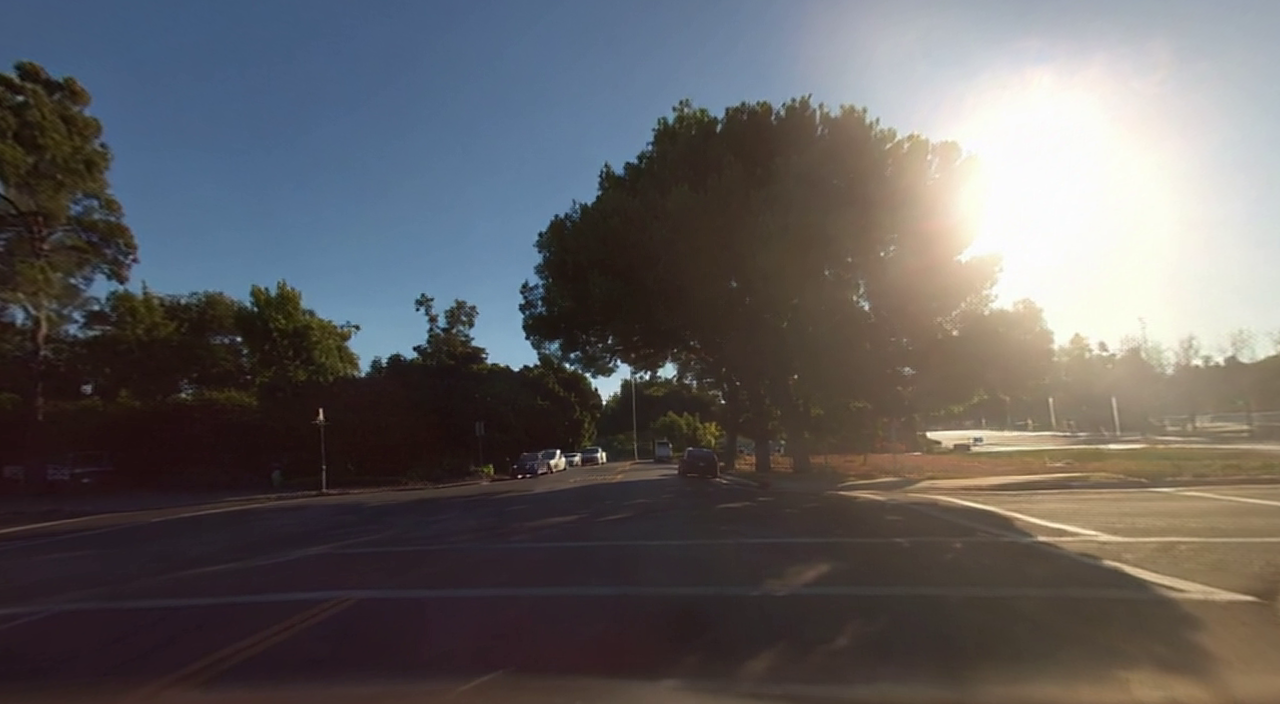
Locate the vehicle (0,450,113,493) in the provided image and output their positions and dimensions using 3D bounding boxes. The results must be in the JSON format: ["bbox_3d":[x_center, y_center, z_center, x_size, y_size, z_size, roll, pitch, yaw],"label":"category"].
[{"bbox_3d":[-26.781,5.313,28.265,4.986,1.796,2.066,-2,-8,14],"label":"vehicle"}]

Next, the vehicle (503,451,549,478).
[{"bbox_3d":[-6.882,6.833,38.523,2.102,1.507,4.049,0,-8,-1],"label":"vehicle"}]

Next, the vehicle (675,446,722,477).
[{"bbox_3d":[2.952,5.661,32.885,2.051,1.461,4.100,0,-8,0],"label":"vehicle"}]
